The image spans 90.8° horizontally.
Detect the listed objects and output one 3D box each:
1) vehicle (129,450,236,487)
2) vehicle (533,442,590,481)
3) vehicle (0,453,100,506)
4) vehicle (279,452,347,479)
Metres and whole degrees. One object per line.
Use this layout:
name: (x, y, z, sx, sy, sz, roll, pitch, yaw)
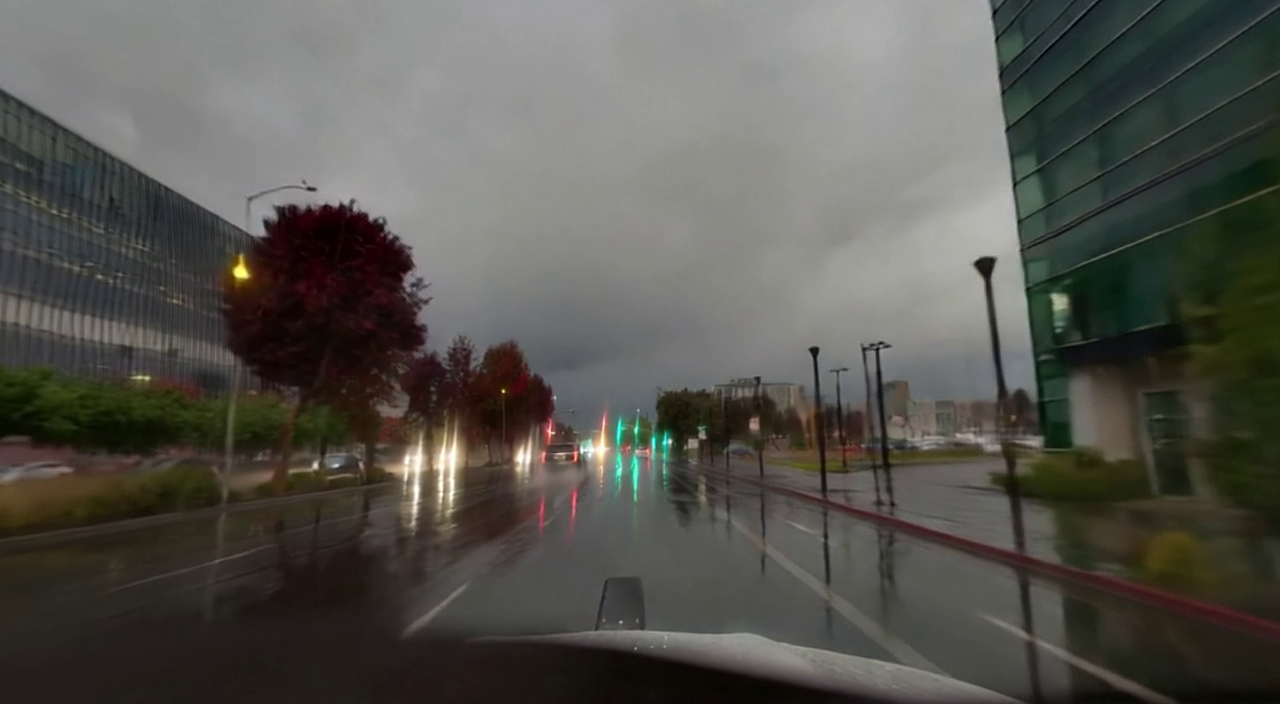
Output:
vehicle: (-23.698, 6.023, 33.021, 1.978, 1.739, 4.895, 0, -8, -1)
vehicle: (-3.362, 4.742, 27.631, 1.983, 1.545, 3.773, 0, -8, 0)
vehicle: (-20.079, 3.993, 19.998, 1.959, 1.536, 4.455, 0, -8, 0)
vehicle: (-20.317, 7.054, 39.498, 1.856, 1.471, 4.445, 0, -8, 0)
